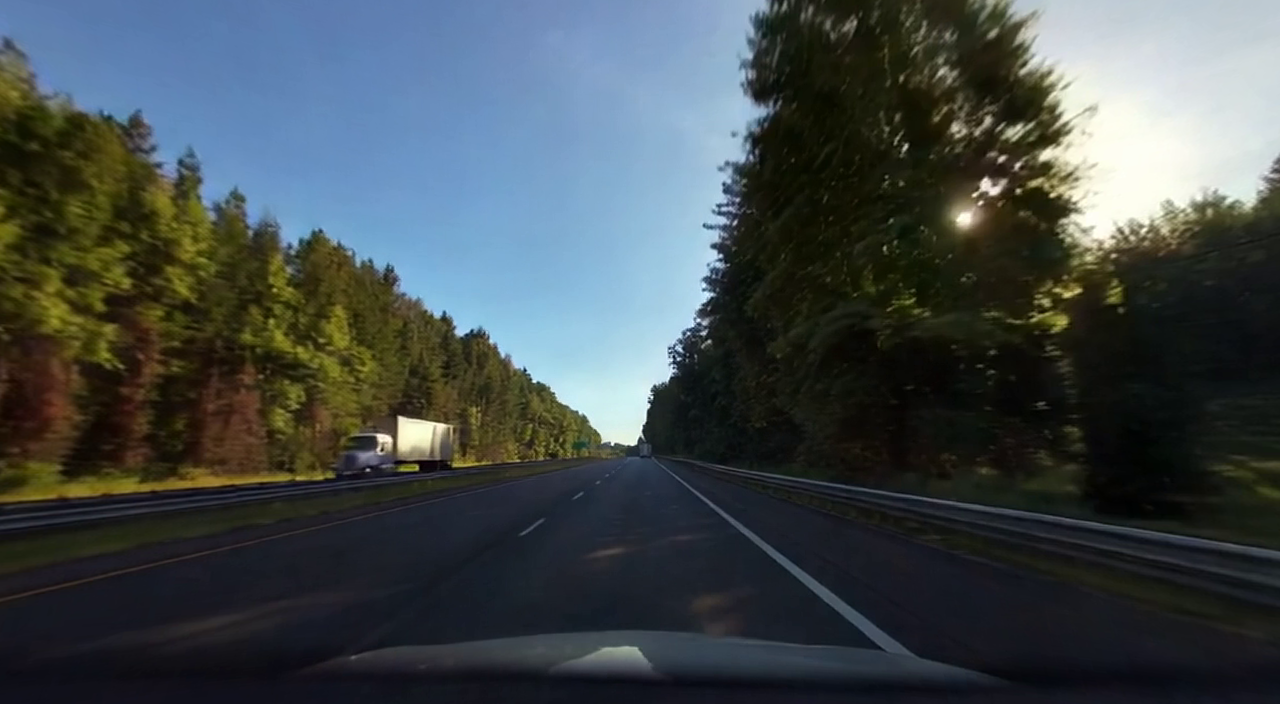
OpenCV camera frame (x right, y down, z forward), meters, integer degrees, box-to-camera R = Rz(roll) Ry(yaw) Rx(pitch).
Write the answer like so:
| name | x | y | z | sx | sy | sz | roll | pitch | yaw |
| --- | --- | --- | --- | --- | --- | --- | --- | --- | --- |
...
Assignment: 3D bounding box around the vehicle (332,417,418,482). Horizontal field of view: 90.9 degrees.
| name | x | y | z | sx | sy | sz | roll | pitch | yaw |
| --- | --- | --- | --- | --- | --- | --- | --- | --- | --- |
| vehicle | -17.463 | 6.506 | 42.099 | 3.017 | 3.974 | 5.953 | 0 | -9 | 0 |
